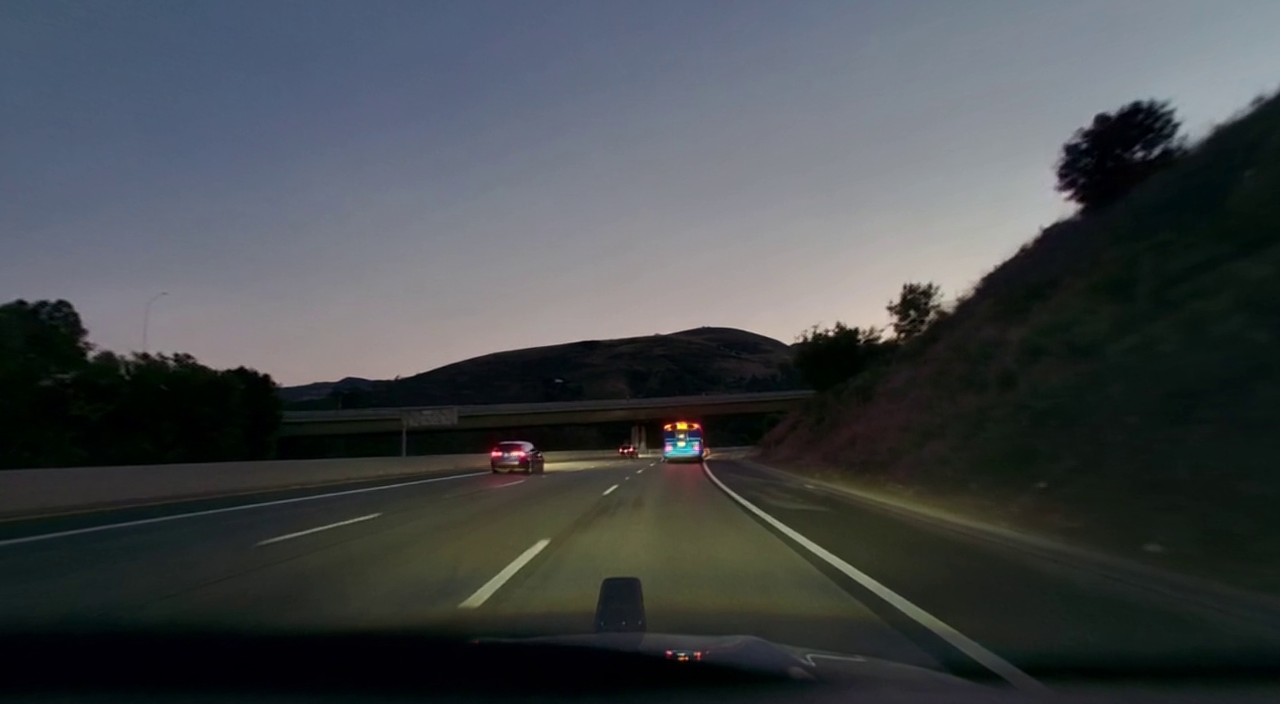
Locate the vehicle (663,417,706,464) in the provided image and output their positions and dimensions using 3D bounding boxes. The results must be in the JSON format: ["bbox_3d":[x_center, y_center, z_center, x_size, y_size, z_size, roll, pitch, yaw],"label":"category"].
[{"bbox_3d":[3.579,6.942,49.360,2.945,3.295,10.406,-1,-8,5],"label":"vehicle"}]

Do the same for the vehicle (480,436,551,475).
[{"bbox_3d":[-5.847,4.924,30.232,2.172,1.689,4.625,-1,-8,4],"label":"vehicle"}]
